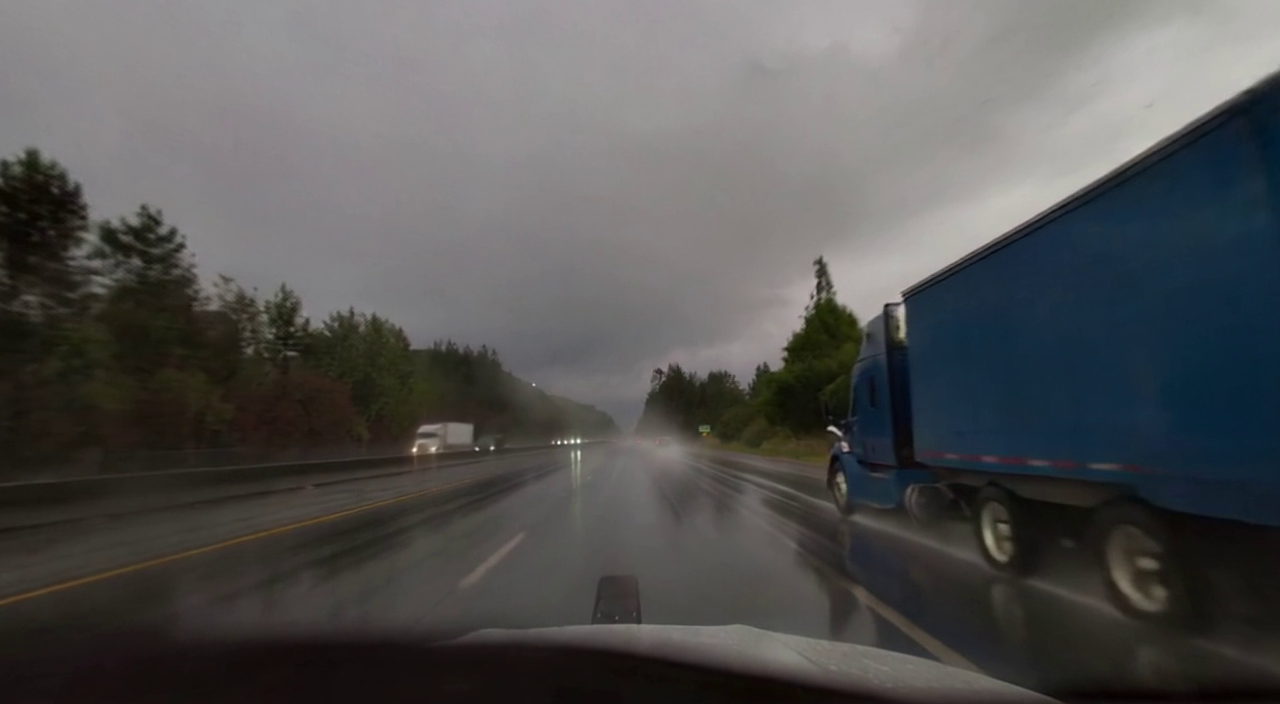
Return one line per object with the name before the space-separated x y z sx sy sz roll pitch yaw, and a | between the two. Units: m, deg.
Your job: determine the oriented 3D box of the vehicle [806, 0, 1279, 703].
vehicle | 4.083 0.428 5.782 2.766 3.349 7.796 0 -8 -1
